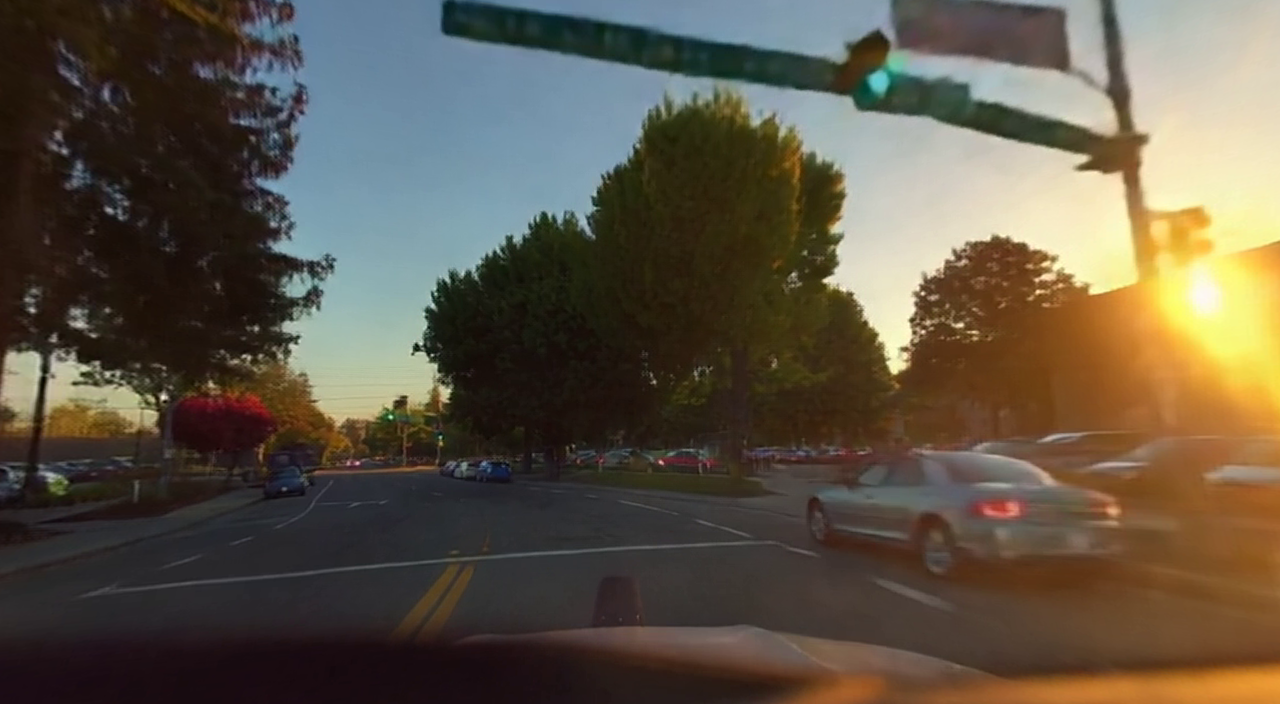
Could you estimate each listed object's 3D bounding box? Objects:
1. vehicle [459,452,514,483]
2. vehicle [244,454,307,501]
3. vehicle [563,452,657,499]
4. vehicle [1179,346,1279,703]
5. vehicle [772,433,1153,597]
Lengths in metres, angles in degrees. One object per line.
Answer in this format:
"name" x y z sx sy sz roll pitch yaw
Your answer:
"vehicle" -10.308 7.635 42.097 2.255 1.863 5.629 4 -10 -26
"vehicle" -16.655 5.755 29.121 2.171 1.838 5.344 1 -10 -27
"vehicle" -1.216 4.391 22.935 1.884 1.508 4.713 4 -10 -23
"vehicle" 4.265 0.551 1.059 2.289 1.785 4.944 0 -9 0
"vehicle" 3.621 1.905 8.376 2.066 1.509 4.579 1 -9 -10
